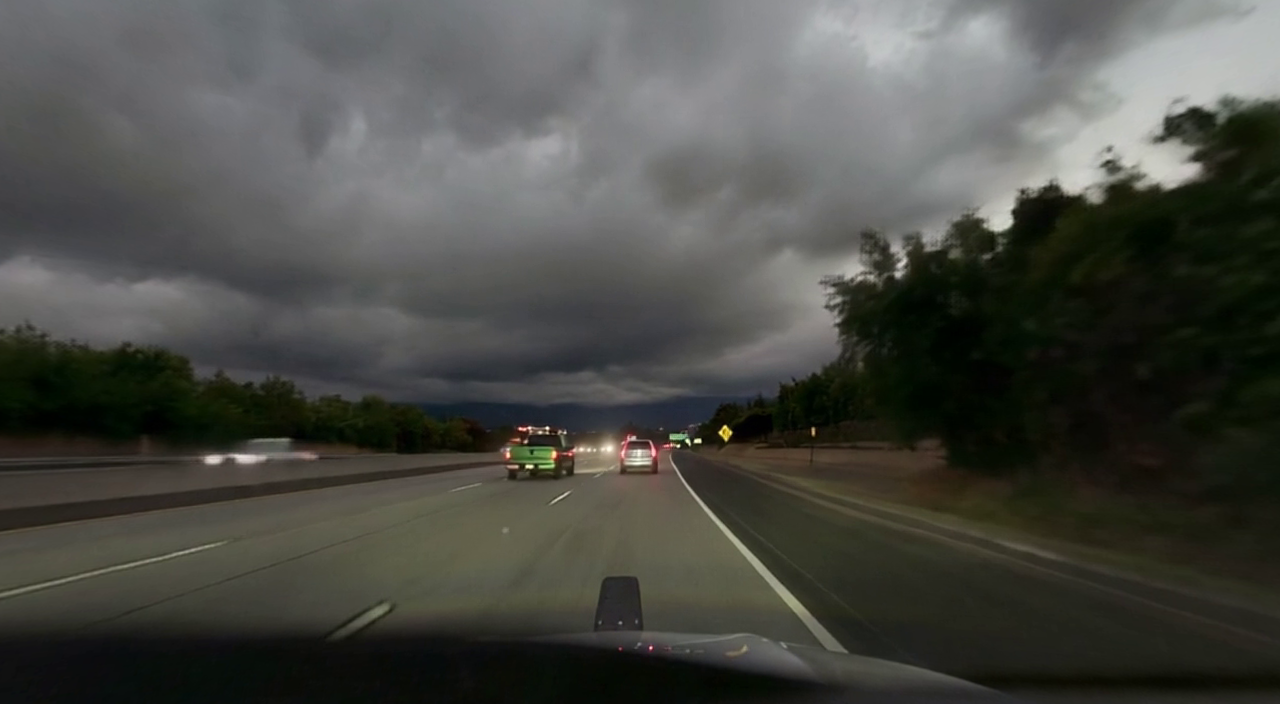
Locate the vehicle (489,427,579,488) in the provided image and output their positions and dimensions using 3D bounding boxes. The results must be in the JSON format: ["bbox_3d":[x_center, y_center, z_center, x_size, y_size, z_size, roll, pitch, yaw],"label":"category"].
[{"bbox_3d":[-3.679,3.771,22.825,2.250,1.947,4.860,0,-9,2],"label":"vehicle"}]

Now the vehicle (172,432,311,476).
[{"bbox_3d":[-18.281,4.734,29.427,2.626,1.852,5.784,0,-9,1],"label":"vehicle"}]

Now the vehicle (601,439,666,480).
[{"bbox_3d":[-0.185,4.874,28.821,2.715,1.669,5.163,0,-9,2],"label":"vehicle"}]
